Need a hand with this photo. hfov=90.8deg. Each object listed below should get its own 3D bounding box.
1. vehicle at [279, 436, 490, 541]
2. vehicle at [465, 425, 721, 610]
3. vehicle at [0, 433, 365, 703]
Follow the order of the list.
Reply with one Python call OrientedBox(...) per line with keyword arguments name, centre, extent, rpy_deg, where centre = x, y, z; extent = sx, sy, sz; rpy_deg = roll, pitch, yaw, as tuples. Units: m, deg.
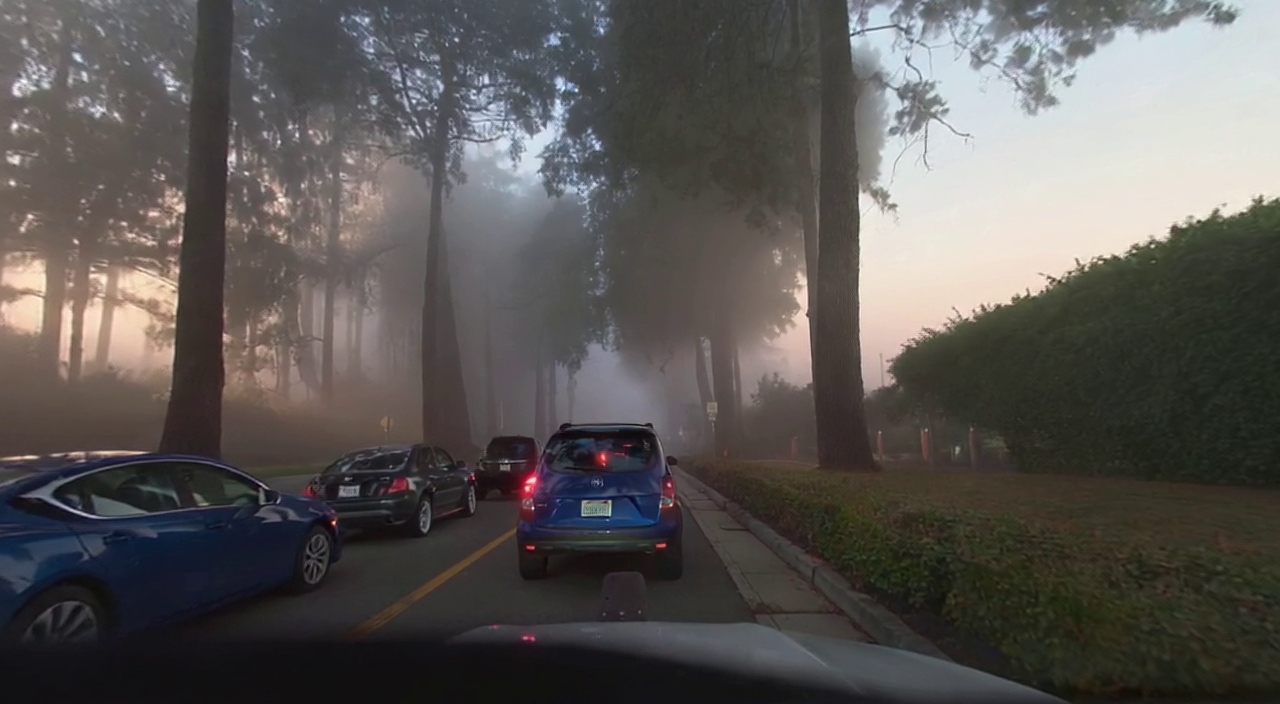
OrientedBox(name="vehicle", centre=(-4.256, 2.318, 11.463), extent=(1.898, 1.503, 4.453), rpy_deg=(0, -8, 1))
OrientedBox(name="vehicle", centre=(-0.406, 1.682, 7.377), extent=(2.127, 1.517, 4.090), rpy_deg=(0, -8, 0))
OrientedBox(name="vehicle", centre=(-3.809, 1.313, 4.463), extent=(1.784, 1.408, 4.141), rpy_deg=(0, -8, 1))
